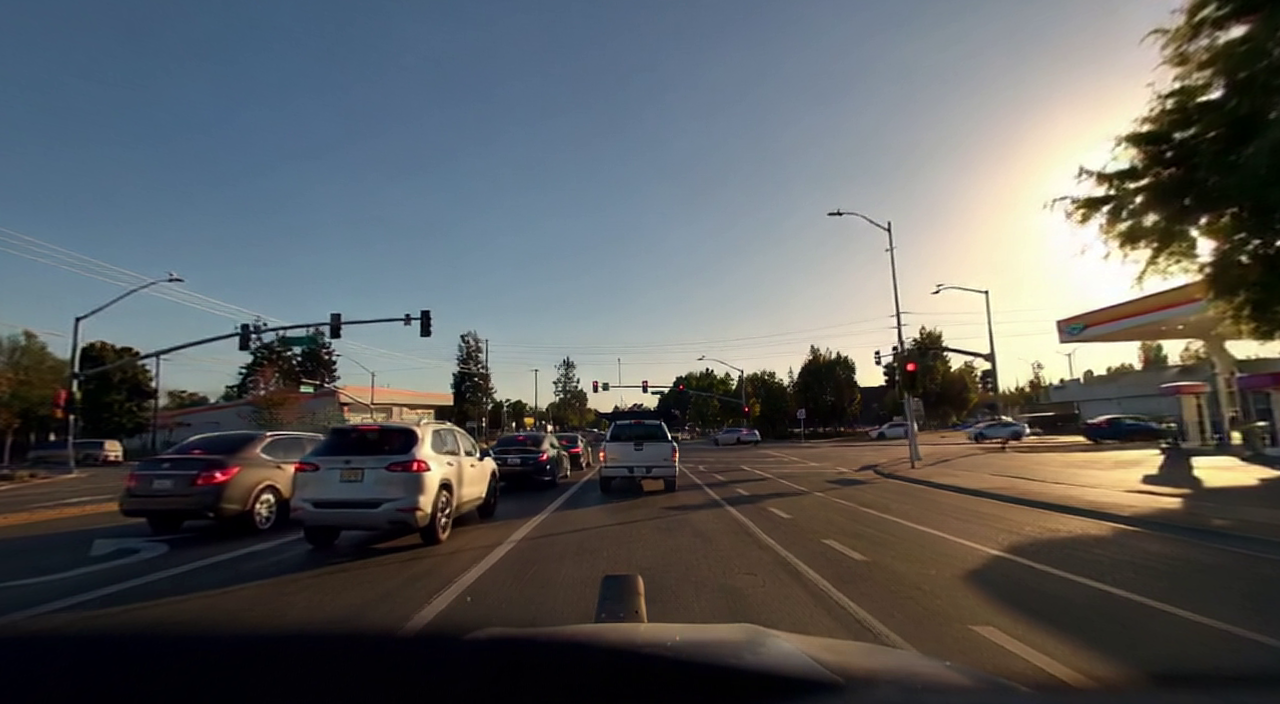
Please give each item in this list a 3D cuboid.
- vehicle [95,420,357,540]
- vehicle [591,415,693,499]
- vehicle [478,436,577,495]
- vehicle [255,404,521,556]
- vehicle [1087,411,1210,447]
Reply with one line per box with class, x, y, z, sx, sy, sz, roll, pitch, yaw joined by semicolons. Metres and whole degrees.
vehicle;-6.417;2.000;10.408;1.790;1.605;3.696;0;-9;0
vehicle;0.053;2.654;16.314;2.224;1.819;5.005;0;-8;0
vehicle;-2.971;3.092;17.589;1.881;1.424;4.098;0;-8;2
vehicle;-3.279;1.773;9.379;2.096;1.718;4.266;0;-8;1
vehicle;32.010;4.875;39.901;5.782;1.950;2.225;-2;-7;-1
